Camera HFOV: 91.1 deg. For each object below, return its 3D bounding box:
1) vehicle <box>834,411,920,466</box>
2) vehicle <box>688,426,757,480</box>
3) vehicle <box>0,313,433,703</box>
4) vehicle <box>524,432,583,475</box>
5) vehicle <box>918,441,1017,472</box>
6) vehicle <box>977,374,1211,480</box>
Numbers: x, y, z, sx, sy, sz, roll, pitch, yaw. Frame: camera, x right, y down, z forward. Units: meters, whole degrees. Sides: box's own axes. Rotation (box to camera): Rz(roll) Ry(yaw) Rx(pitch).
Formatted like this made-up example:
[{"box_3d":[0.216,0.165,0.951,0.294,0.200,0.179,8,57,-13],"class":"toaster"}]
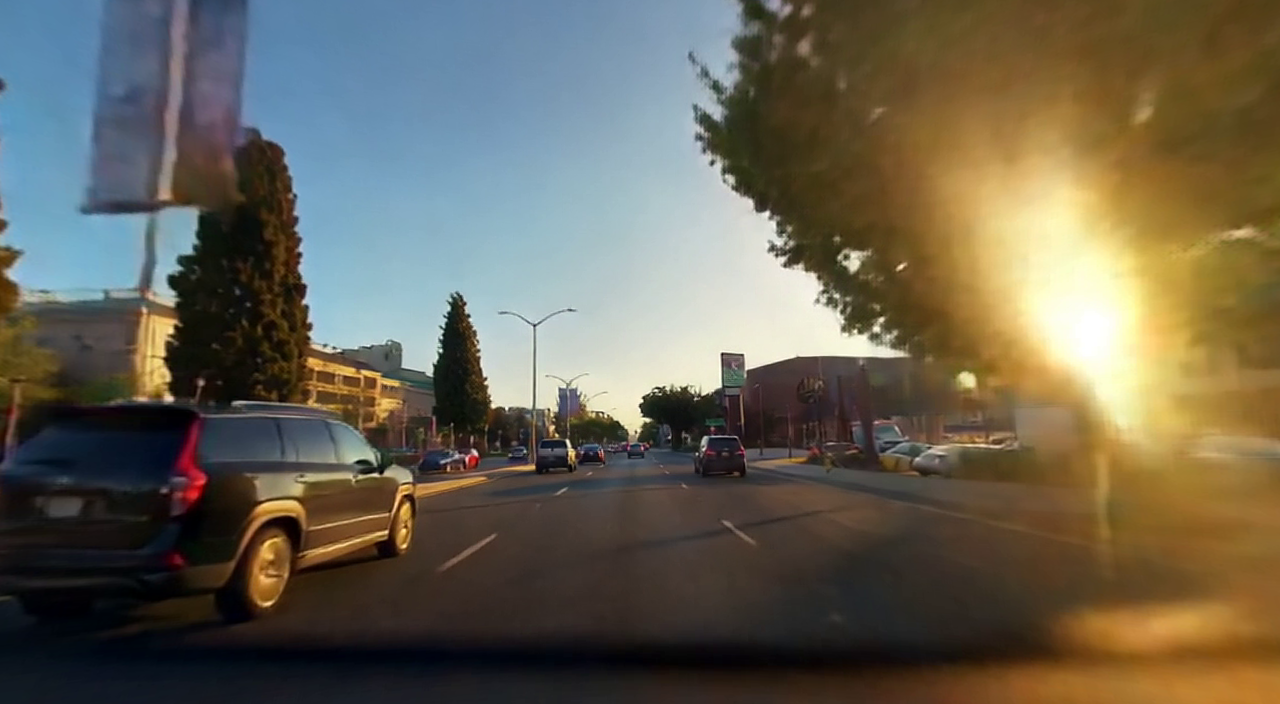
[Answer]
[{"box_3d":[15.685,5.869,42.311,2.642,3.252,8.515,0,-8,1],"class":"vehicle"},{"box_3d":[3.153,3.976,24.912,2.024,1.921,4.431,0,-8,-2],"class":"vehicle"},{"box_3d":[-3.693,1.103,5.387,2.210,1.925,4.838,0,-8,-1],"class":"vehicle"},{"box_3d":[-3.775,4.531,28.219,2.014,1.775,4.404,0,-8,0],"class":"vehicle"},{"box_3d":[16.676,5.287,31.942,4.701,1.470,1.985,4,-9,-27],"class":"vehicle"},{"box_3d":[15.770,2.907,22.773,2.919,3.125,7.218,2,-10,-1],"class":"vehicle"}]
